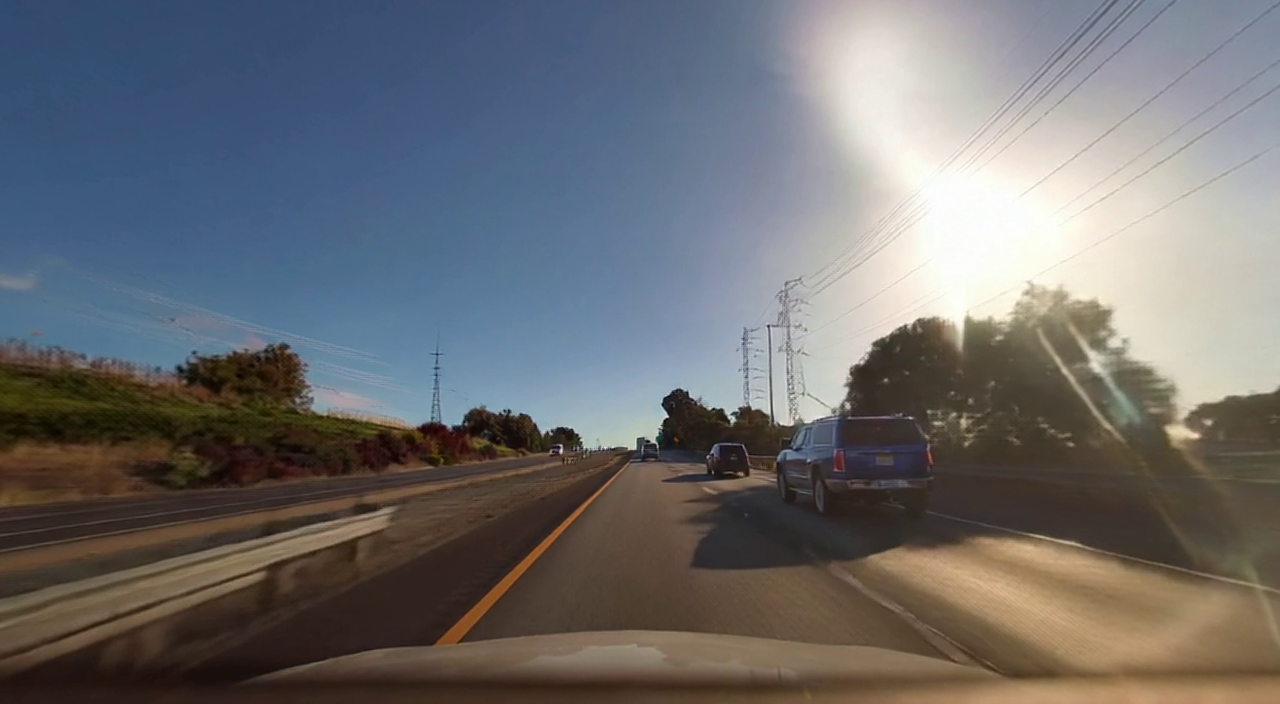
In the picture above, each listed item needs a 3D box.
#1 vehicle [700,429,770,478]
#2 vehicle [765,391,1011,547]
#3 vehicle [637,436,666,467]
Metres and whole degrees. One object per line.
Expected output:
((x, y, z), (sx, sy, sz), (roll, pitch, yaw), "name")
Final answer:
((4.519, 4.964, 31.086), (2.594, 2.155, 5.670), (0, -8, 0), "vehicle")
((3.833, 1.937, 11.065), (2.145, 2.069, 5.057), (0, -8, -1), "vehicle")
((0.828, 7.596, 48.359), (2.099, 2.260, 4.899), (0, -8, 0), "vehicle")
